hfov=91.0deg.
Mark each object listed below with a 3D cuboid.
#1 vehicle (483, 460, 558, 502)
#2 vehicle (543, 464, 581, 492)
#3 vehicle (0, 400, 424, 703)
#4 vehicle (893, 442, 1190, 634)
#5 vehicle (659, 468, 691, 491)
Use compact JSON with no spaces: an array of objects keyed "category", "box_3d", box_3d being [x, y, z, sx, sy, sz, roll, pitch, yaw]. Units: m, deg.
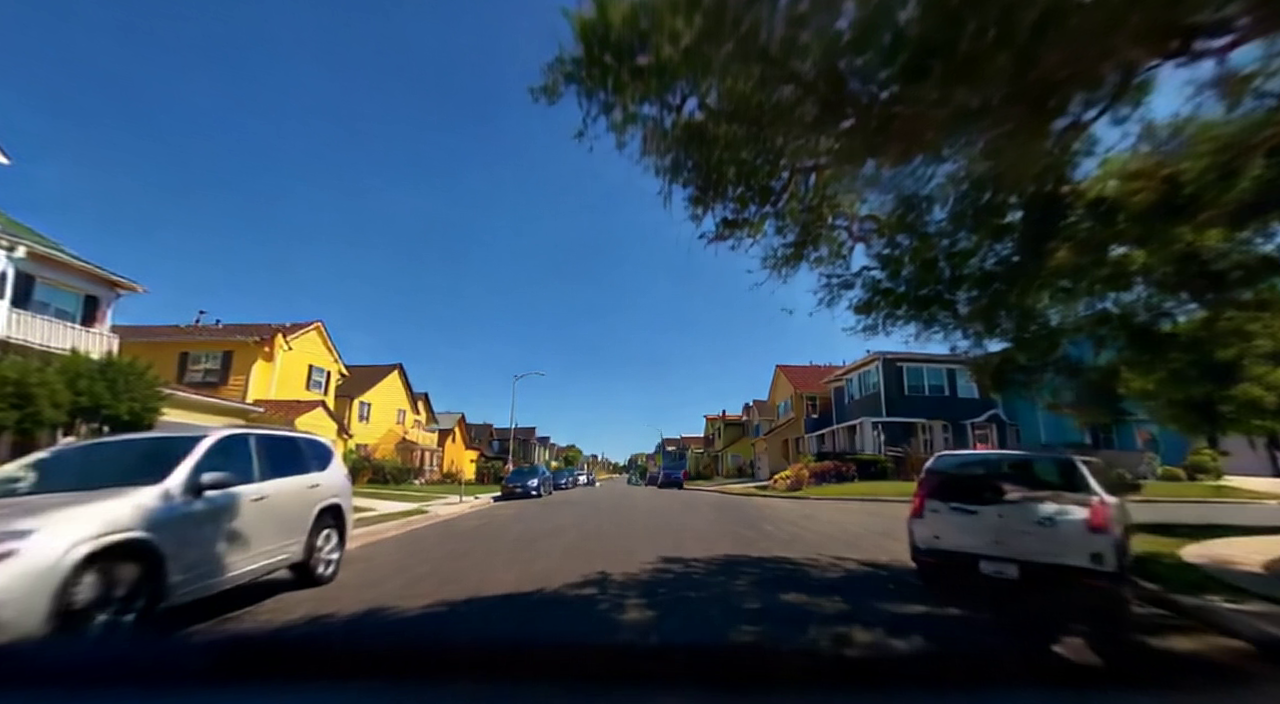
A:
[{"category":"vehicle","box_3d":[-4.663,5.105,25.322,2.080,1.471,4.638,1,-10,0]},{"category":"vehicle","box_3d":[-4.874,7.963,39.995,2.020,1.470,5.300,0,-9,-3]},{"category":"vehicle","box_3d":[-4.198,1.417,6.132,2.131,1.851,5.650,0,-4,1]},{"category":"vehicle","box_3d":[4.543,1.902,7.719,2.139,1.533,4.676,-5,-10,27]},{"category":"vehicle","box_3d":[2.542,9.378,46.572,1.888,1.484,4.476,0,-9,-2]}]
